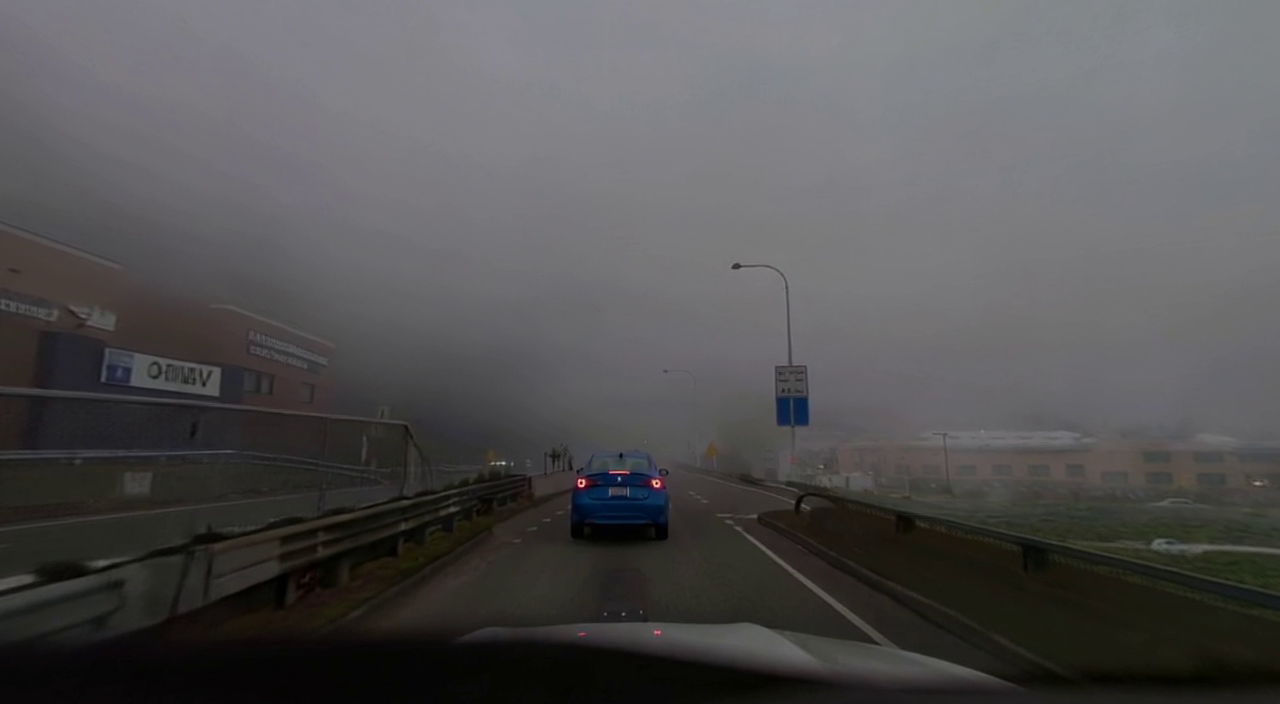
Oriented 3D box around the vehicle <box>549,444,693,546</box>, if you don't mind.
[{"bbox_3d":[-0.284,2.366,11.074,2.063,1.442,3.933,0,-9,0],"label":"vehicle"}]
